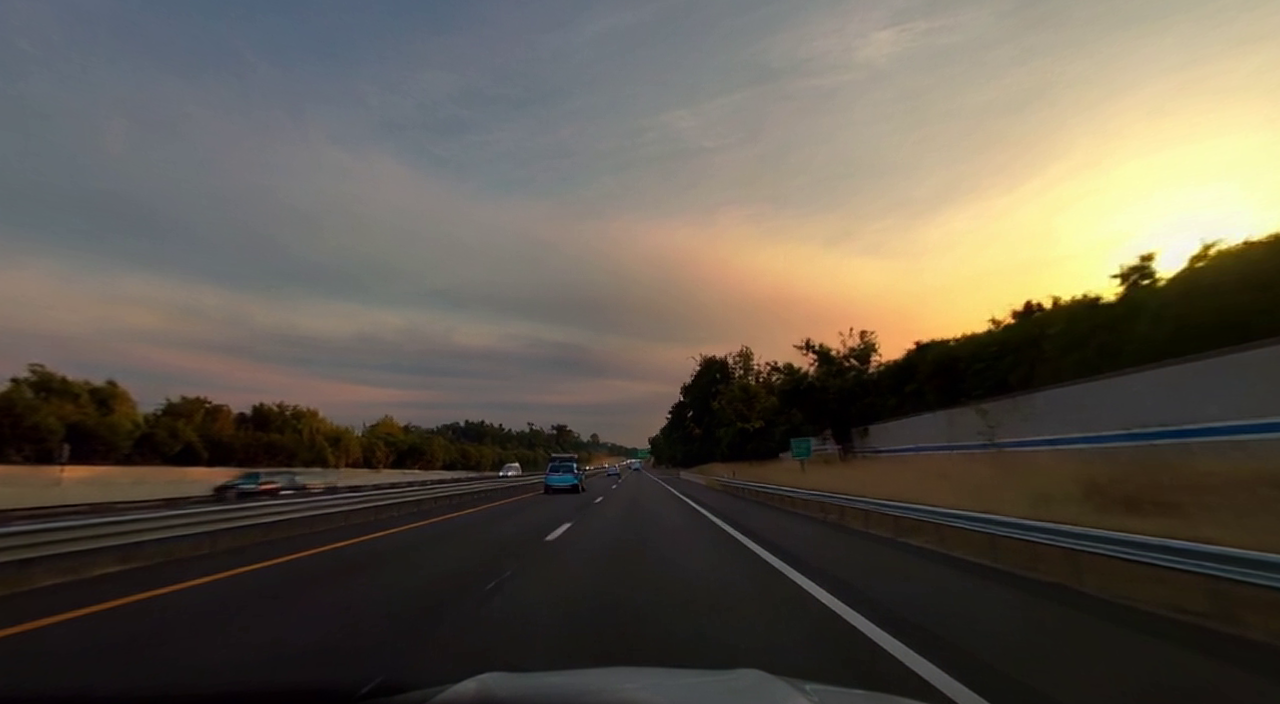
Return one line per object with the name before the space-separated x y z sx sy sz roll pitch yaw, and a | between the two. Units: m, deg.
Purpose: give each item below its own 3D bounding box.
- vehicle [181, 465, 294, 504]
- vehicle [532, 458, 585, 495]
vehicle | -16.900 5.577 26.776 1.867 1.445 4.398 1 -11 0
vehicle | -3.980 6.184 31.481 2.022 1.650 4.331 0 -11 1
